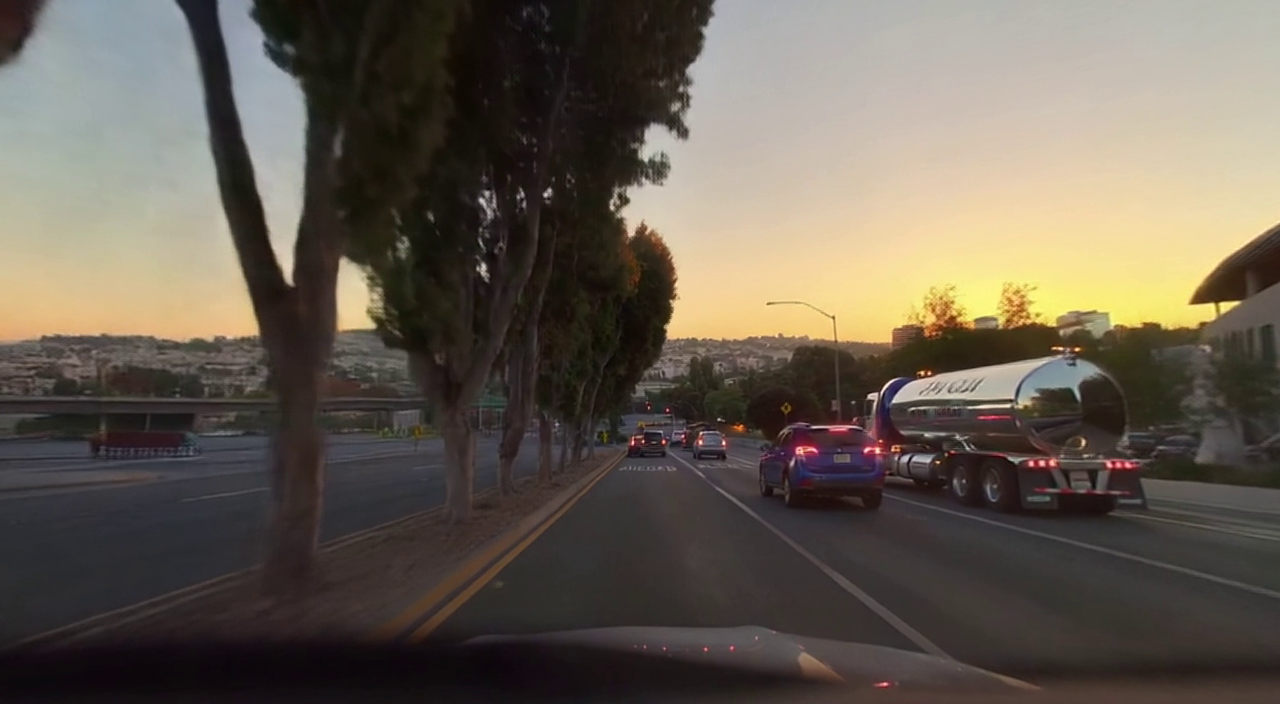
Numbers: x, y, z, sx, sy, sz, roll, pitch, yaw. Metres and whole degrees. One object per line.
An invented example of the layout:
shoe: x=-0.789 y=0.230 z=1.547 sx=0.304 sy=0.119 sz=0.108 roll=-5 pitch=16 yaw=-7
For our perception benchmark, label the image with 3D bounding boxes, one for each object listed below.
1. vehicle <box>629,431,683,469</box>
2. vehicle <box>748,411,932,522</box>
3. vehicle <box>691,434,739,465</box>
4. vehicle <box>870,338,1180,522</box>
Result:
vehicle: x=0.636 y=4.210 z=27.059 sx=2.148 sy=1.488 sz=4.002 roll=0 pitch=-8 yaw=0
vehicle: x=3.547 y=2.132 z=12.241 sx=2.045 sy=1.729 sz=4.532 roll=0 pitch=-8 yaw=0
vehicle: x=3.864 y=5.123 z=33.219 sx=1.917 sy=1.475 sz=4.081 roll=0 pitch=-8 yaw=-1
vehicle: x=7.873 y=1.801 z=14.214 sx=2.849 sy=3.207 sz=6.275 roll=0 pitch=-8 yaw=-1
